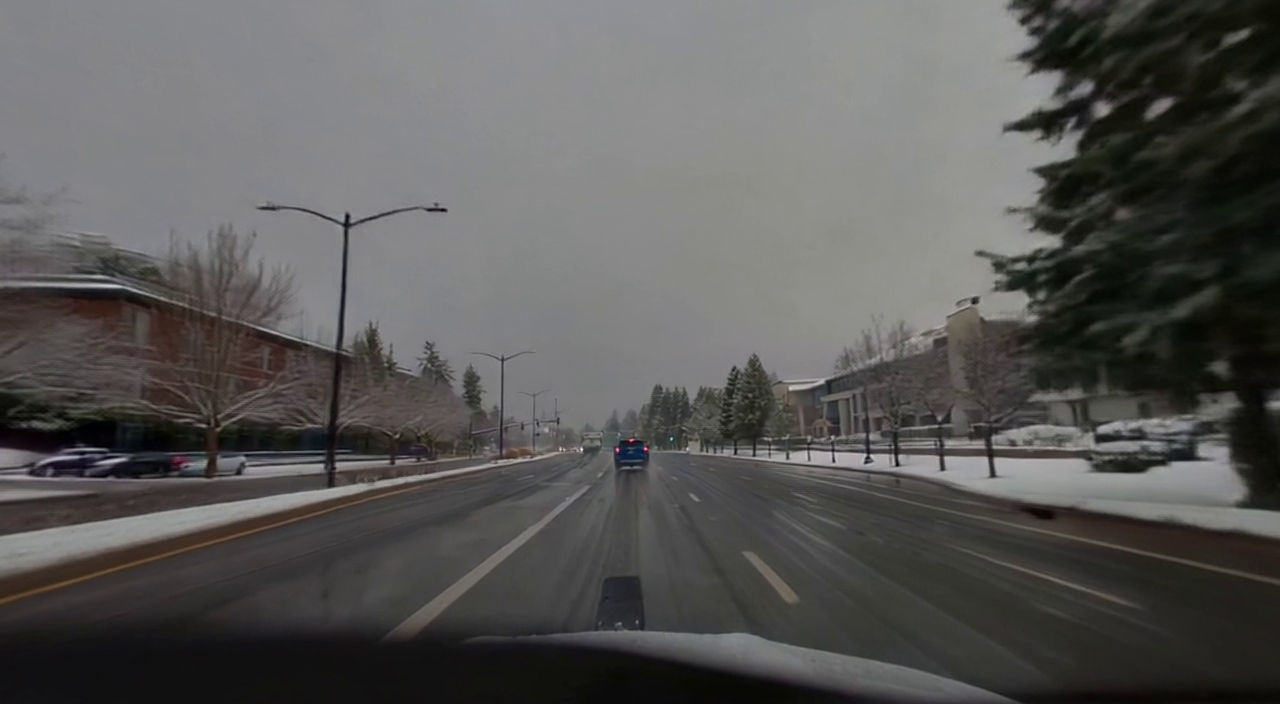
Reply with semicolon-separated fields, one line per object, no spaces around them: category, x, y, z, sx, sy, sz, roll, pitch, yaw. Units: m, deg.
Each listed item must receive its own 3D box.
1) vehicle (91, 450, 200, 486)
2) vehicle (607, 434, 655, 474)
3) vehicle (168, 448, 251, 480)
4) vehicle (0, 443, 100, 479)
vehicle;-26.853;6.263;34.576;1.992;1.798;4.987;0;-9;-1
vehicle;-0.429;5.202;32.258;2.260;1.872;4.578;0;-9;0
vehicle;-27.138;7.044;40.043;1.978;1.835;4.932;0;-9;-3
vehicle;-35.305;6.406;37.140;2.181;1.913;5.591;-1;-9;0
